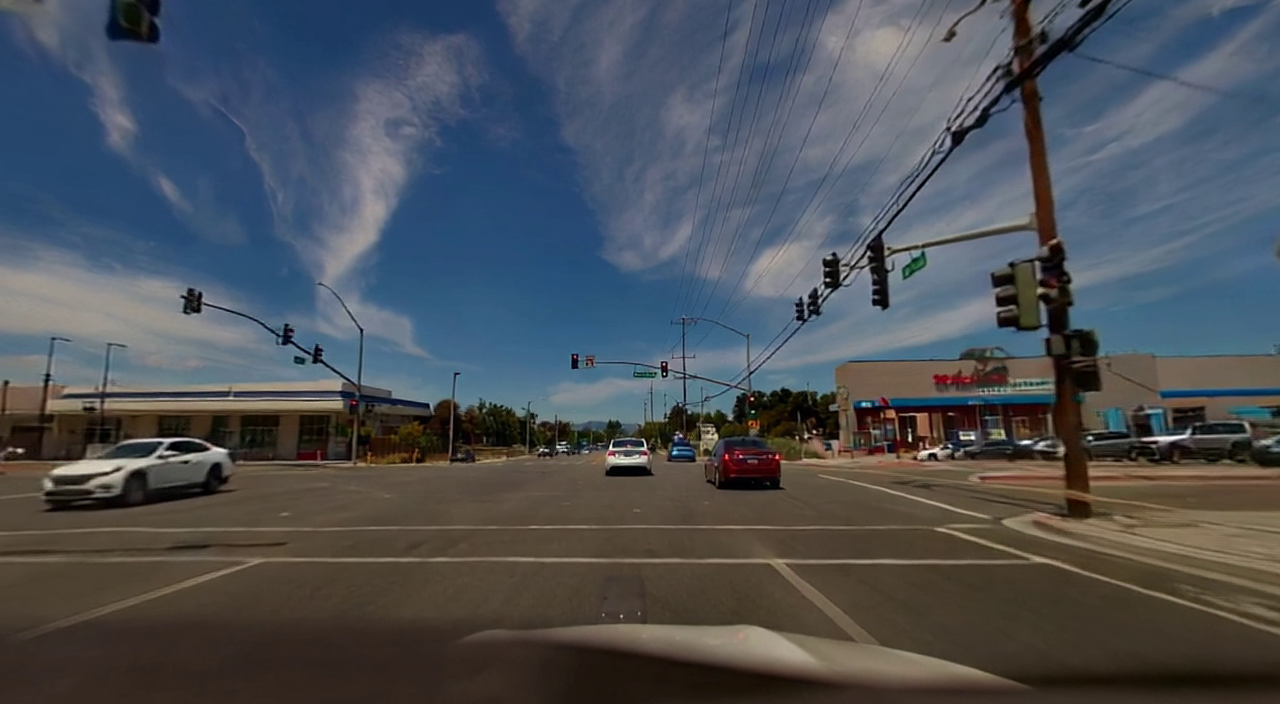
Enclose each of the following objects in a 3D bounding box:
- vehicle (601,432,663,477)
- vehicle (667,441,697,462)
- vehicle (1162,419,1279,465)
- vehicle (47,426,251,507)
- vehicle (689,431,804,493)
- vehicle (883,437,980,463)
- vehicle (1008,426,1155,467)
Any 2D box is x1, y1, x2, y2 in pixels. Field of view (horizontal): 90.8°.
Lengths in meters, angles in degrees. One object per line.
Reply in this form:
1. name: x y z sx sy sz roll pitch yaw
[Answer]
1. vehicle: -0.287 3.721 23.097 2.065 1.484 3.894 0 -8 -1
2. vehicle: 3.170 7.651 48.691 1.971 1.477 4.121 0 -8 -1
3. vehicle: 24.198 3.611 25.436 4.661 1.722 1.895 0 -8 -2
4. vehicle: -14.339 3.346 18.955 2.233 2.072 4.813 0 -8 -1
5. vehicle: 2.723 2.964 17.413 2.208 1.436 4.542 0 -8 -3
6. vehicle: 16.984 5.720 36.968 4.749 1.465 1.938 0 -8 -3
7. vehicle: 17.389 3.749 25.015 4.436 1.503 1.844 0 -8 -2
